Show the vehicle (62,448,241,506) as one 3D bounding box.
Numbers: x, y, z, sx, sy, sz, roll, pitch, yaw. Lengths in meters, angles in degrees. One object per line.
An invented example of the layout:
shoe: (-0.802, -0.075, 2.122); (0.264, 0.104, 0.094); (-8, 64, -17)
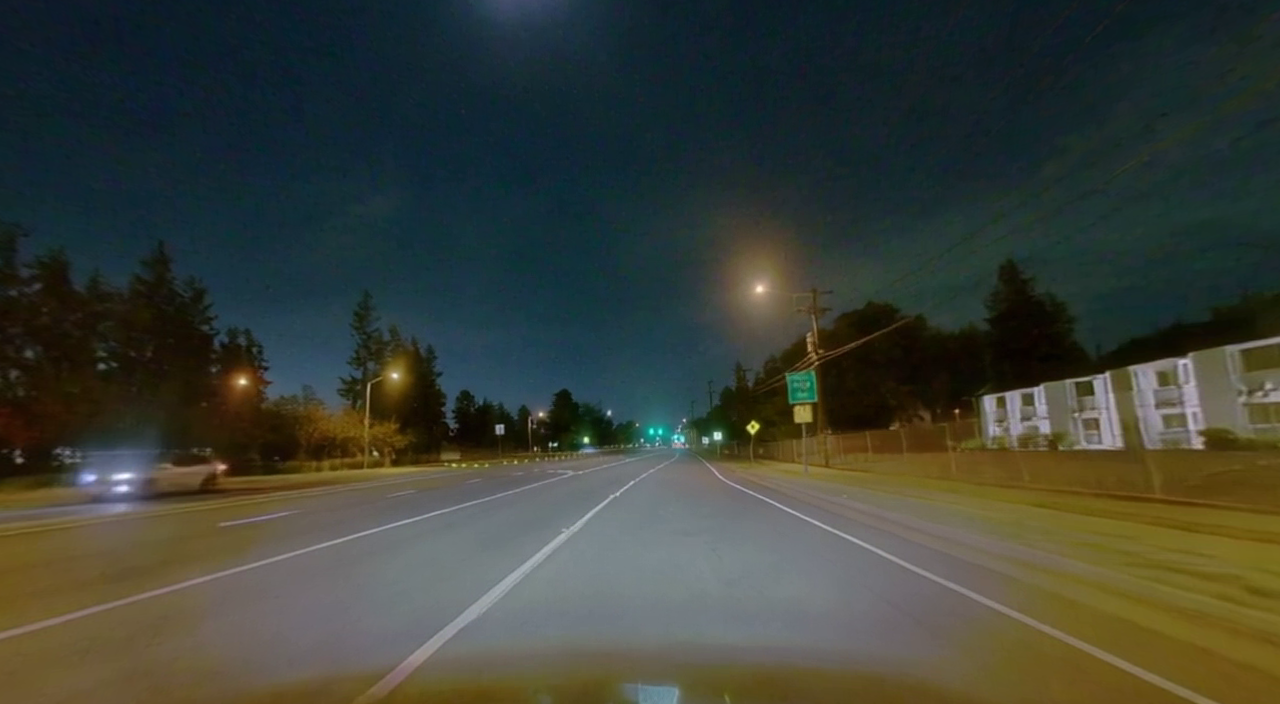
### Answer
vehicle: (-14.549, 3.701, 19.233); (1.887, 1.478, 4.471); (0, -8, 0)
